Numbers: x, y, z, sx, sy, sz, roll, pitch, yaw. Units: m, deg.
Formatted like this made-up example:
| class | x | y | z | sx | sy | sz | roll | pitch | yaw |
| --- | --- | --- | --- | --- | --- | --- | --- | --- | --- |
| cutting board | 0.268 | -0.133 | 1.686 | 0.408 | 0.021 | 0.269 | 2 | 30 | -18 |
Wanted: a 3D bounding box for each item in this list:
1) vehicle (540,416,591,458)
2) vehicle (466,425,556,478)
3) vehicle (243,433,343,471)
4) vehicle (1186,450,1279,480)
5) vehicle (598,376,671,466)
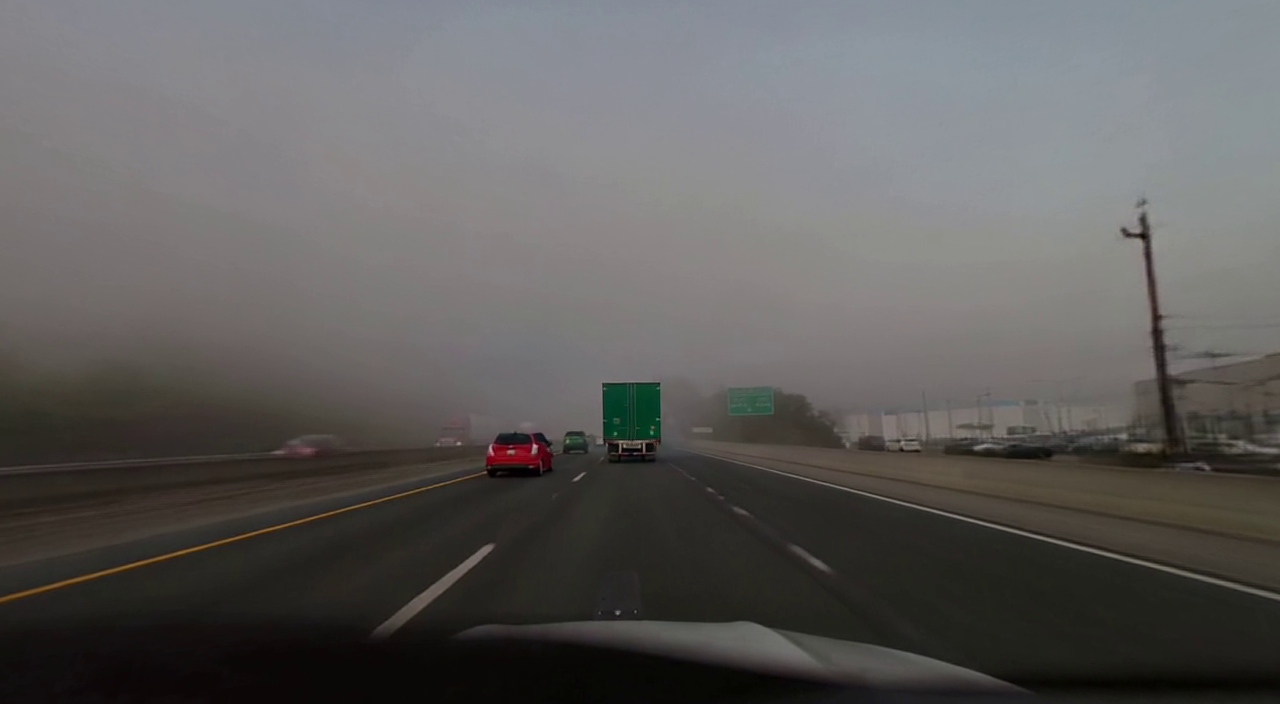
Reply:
| class | x | y | z | sx | sy | sz | roll | pitch | yaw |
| --- | --- | --- | --- | --- | --- | --- | --- | --- | --- |
| vehicle | -5.109 | 6.001 | 44.370 | 2.717 | 2.714 | 6.997 | 0 | -8 | 0 |
| vehicle | -4.271 | 3.380 | 21.790 | 2.005 | 1.602 | 5.131 | 0 | -8 | 0 |
| vehicle | -14.971 | 4.307 | 27.478 | 1.934 | 1.527 | 4.158 | 0 | -8 | 0 |
| vehicle | 44.245 | 8.405 | 47.055 | 4.593 | 2.050 | 2.388 | 0 | -8 | 0 |
| vehicle | -0.377 | 3.785 | 33.542 | 3.259 | 4.066 | 9.891 | 0 | -8 | -2 |
